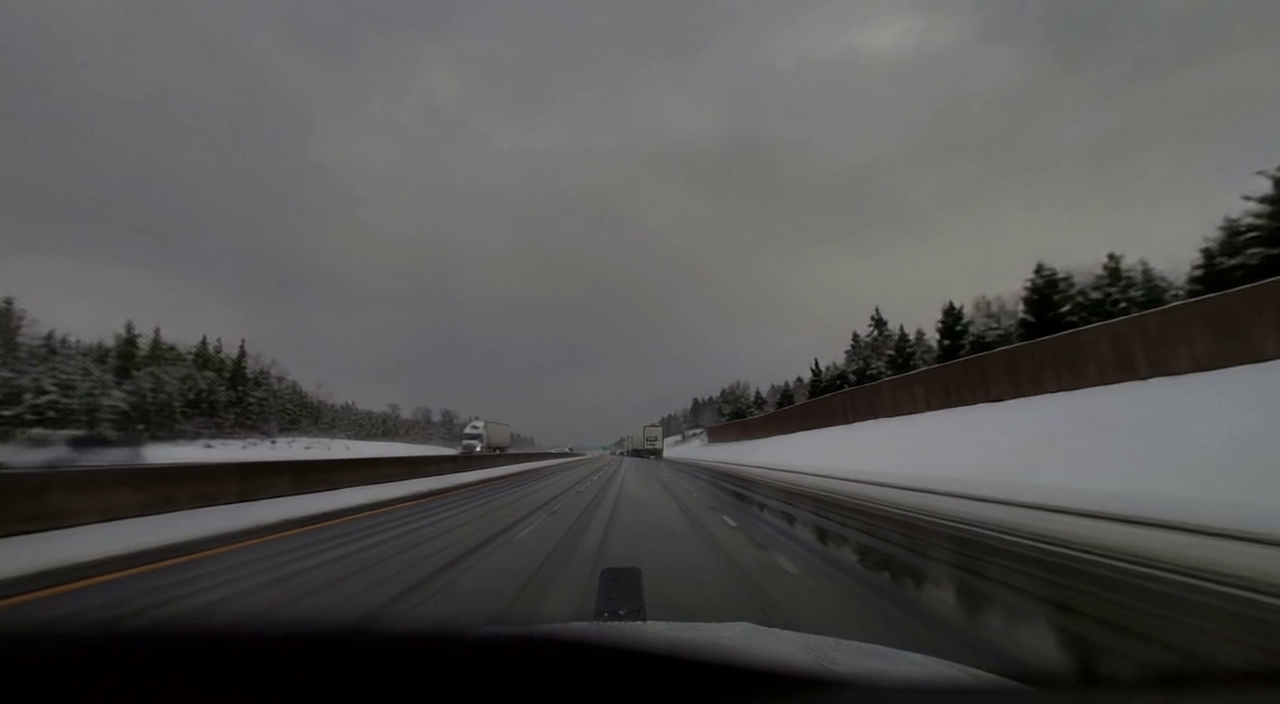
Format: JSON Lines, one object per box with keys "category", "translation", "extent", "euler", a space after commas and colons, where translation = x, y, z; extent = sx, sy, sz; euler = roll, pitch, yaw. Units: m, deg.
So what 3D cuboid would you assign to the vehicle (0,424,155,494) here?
{"category": "vehicle", "translation": [-14.941, 2.645, 15.741], "extent": [2.138, 1.490, 4.344], "euler": [0, -9, 0]}
